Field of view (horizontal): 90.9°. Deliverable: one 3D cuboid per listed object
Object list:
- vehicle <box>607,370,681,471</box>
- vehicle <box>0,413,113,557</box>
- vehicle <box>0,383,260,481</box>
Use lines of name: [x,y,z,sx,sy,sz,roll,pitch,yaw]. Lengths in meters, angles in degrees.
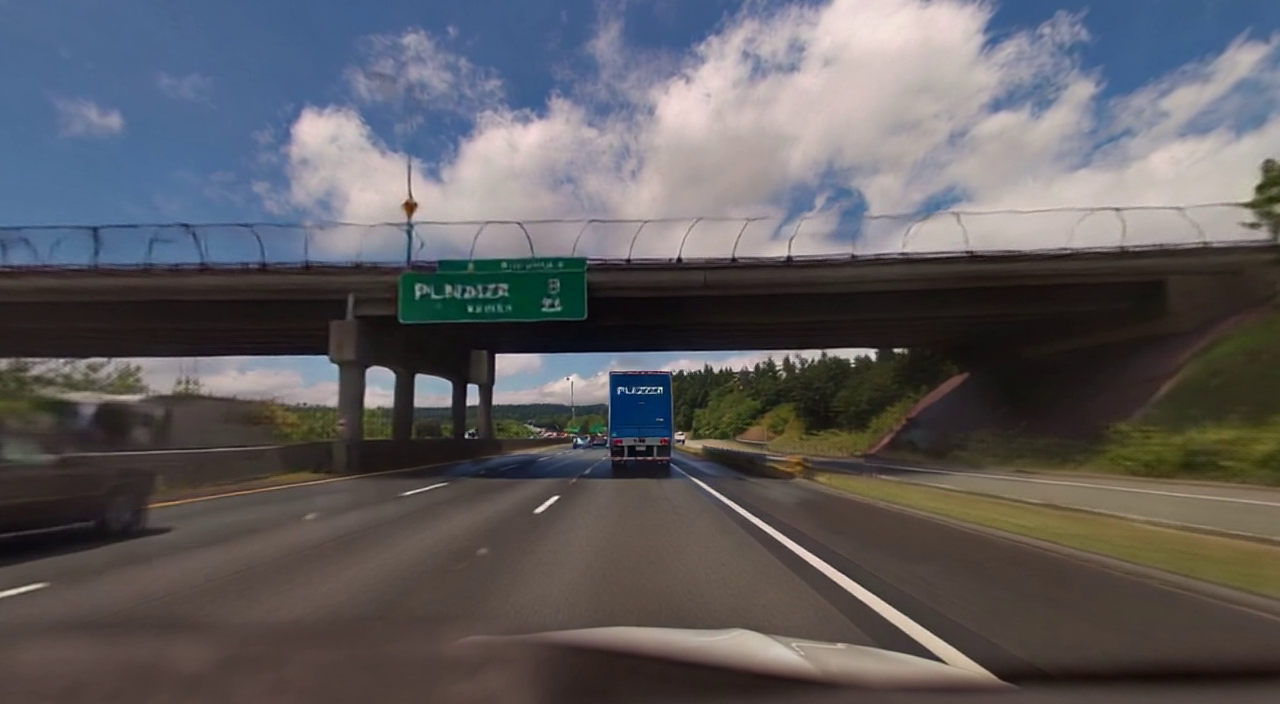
vehicle: [0.040,3.479,30.767,2.926,3.959,11.818,0,-8,-1]
vehicle: [-7.995,1.369,6.263,2.041,1.566,3.986,0,-8,-1]
vehicle: [-24.747,4.088,31.998,2.858,3.950,12.922,0,-8,0]
